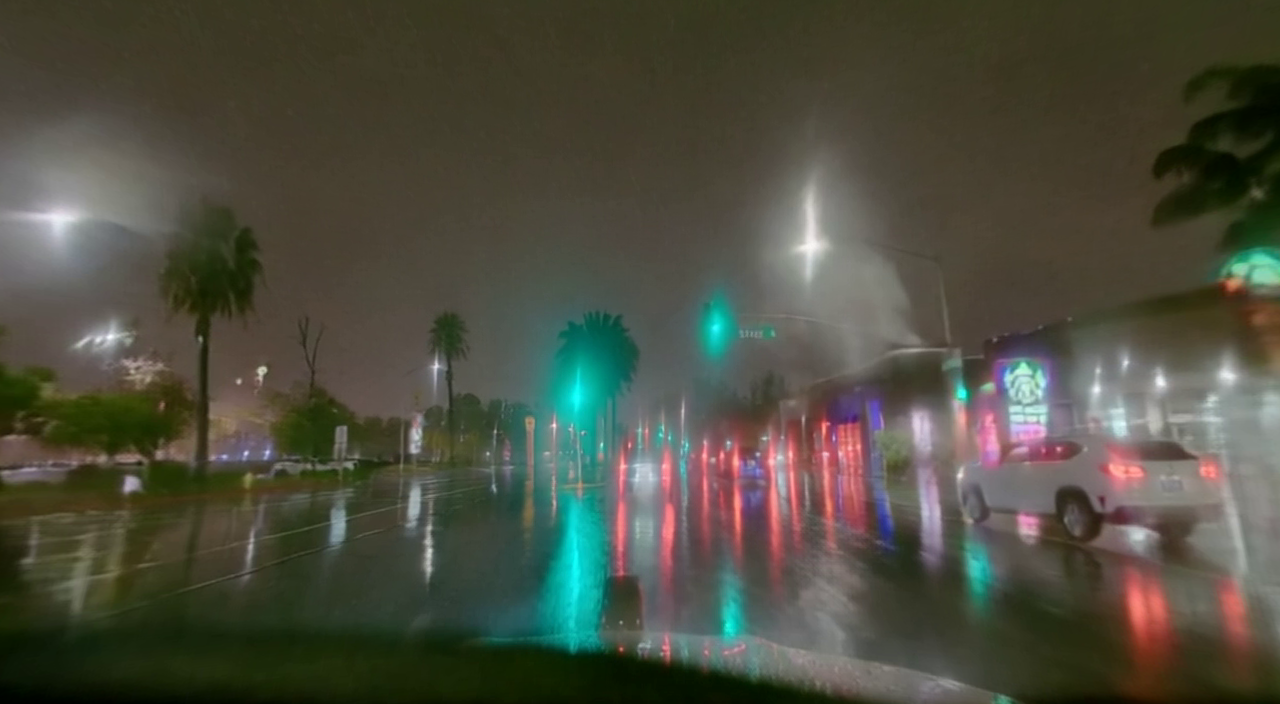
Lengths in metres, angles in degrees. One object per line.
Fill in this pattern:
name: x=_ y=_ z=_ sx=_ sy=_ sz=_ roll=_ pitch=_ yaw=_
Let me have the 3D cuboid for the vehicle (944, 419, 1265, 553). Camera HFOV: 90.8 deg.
vehicle: x=6.882 y=2.000 z=10.092 sx=1.940 sy=1.674 sz=4.085 roll=0 pitch=-8 yaw=-1

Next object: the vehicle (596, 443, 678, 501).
vehicle: x=-0.084 y=3.394 z=18.329 sx=2.110 sy=1.487 sz=3.873 roll=0 pitch=-8 yaw=0

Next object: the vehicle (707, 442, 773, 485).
vehicle: x=3.903 y=4.400 z=25.316 sx=1.892 sy=1.532 sz=4.177 roll=0 pitch=-8 yaw=-1
